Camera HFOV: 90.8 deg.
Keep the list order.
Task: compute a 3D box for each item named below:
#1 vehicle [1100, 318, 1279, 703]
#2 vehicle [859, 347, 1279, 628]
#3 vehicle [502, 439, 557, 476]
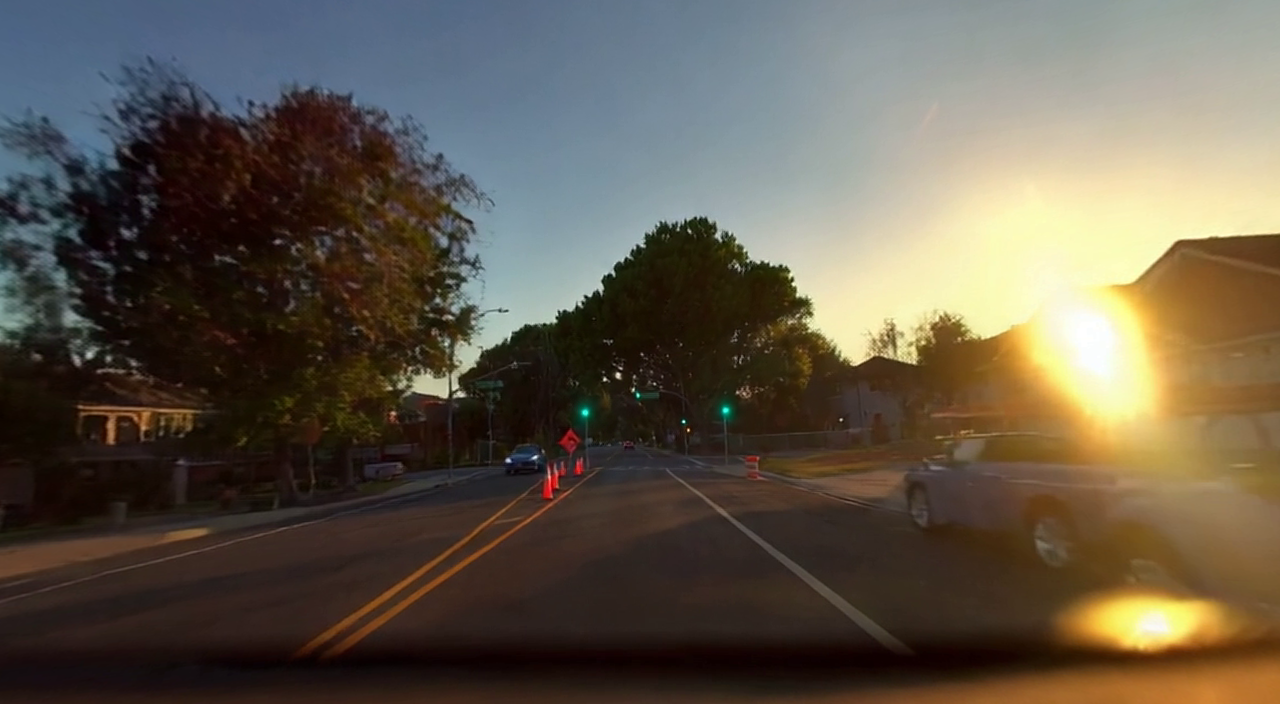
[{"bbox_3d":[4.275,0.729,2.659,2.241,1.935,3.270,-1,-9,4],"label":"vehicle"},{"bbox_3d":[4.635,1.401,7.498,2.404,2.054,5.588,-1,-9,4],"label":"vehicle"},{"bbox_3d":[-6.046,5.852,35.235,2.240,1.879,4.847,0,-9,-1],"label":"vehicle"}]
